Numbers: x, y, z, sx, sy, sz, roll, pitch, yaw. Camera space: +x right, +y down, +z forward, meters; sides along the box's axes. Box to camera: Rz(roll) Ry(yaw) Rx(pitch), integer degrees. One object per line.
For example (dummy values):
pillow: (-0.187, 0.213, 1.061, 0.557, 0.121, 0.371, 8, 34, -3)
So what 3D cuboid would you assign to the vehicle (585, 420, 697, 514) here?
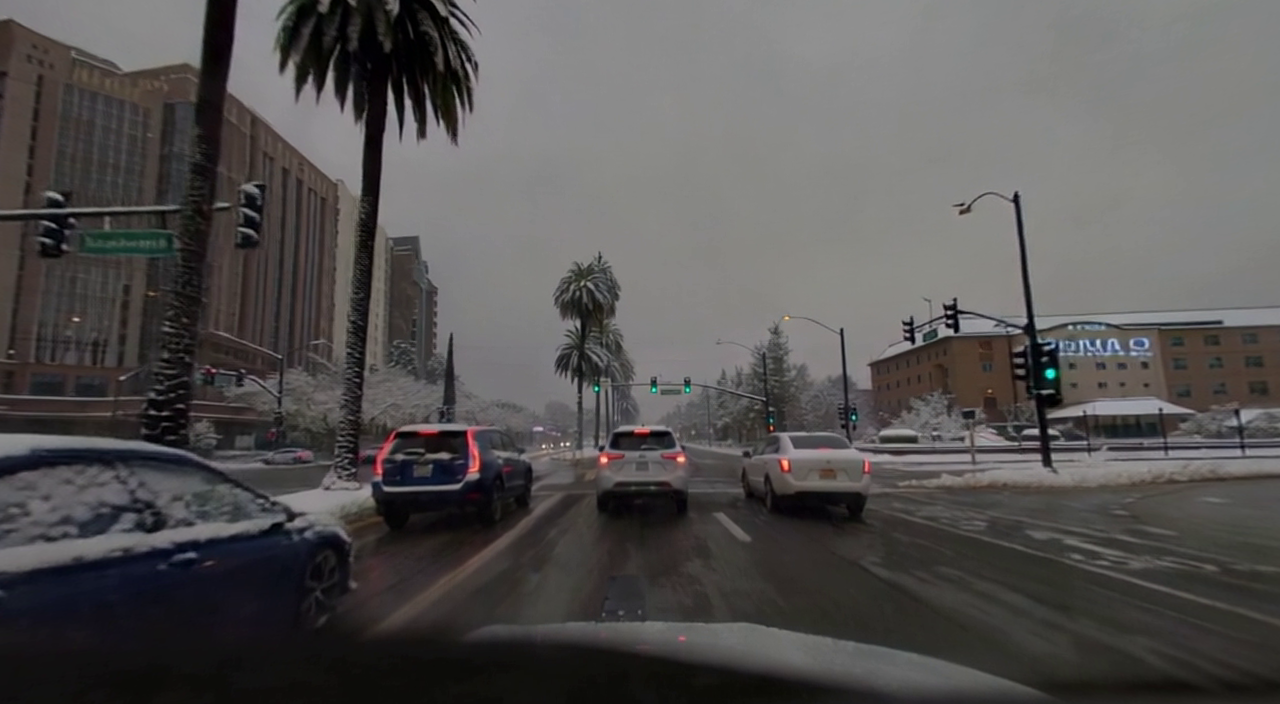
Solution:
vehicle: (0.012, 2.453, 13.886, 2.060, 1.730, 4.257, 0, -9, 0)

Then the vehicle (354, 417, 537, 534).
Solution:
vehicle: (-3.201, 2.123, 11.377, 1.938, 1.713, 4.048, 0, -9, 1)

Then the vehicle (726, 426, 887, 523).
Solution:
vehicle: (2.992, 2.289, 12.308, 1.936, 1.567, 3.896, 0, -9, -2)

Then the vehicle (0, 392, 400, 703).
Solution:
vehicle: (-3.219, 1.082, 3.472, 1.962, 1.480, 4.605, 0, -9, 0)
